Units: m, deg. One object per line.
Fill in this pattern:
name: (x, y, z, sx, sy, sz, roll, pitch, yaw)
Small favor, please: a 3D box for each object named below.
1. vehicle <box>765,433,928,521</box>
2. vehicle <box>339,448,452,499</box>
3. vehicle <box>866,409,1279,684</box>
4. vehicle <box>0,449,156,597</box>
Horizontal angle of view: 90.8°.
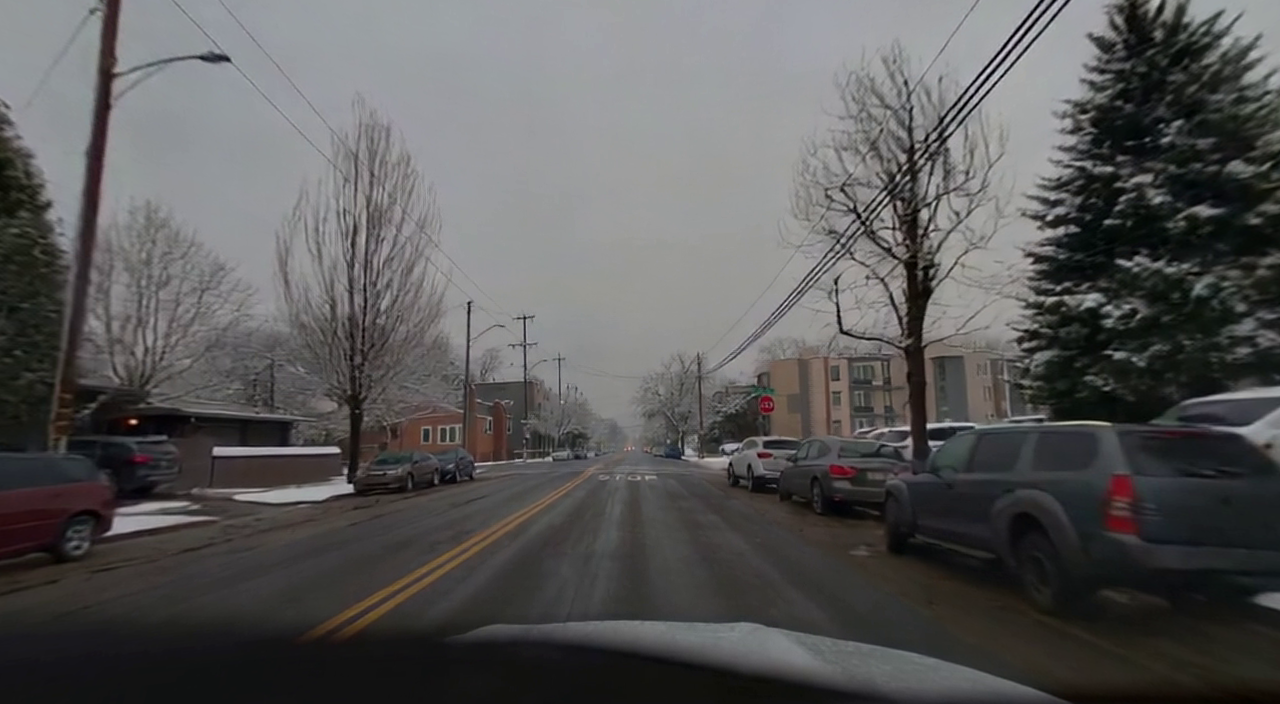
vehicle: (4.011, 2.503, 13.101, 1.846, 1.506, 4.165, 0, -9, -2)
vehicle: (-7.904, 3.941, 20.967, 1.904, 1.488, 4.600, 0, -9, 0)
vehicle: (4.053, 1.484, 5.996, 2.133, 1.586, 4.498, 0, -9, 0)
vehicle: (-7.843, 1.850, 6.894, 1.962, 1.568, 3.939, 0, -9, 0)
